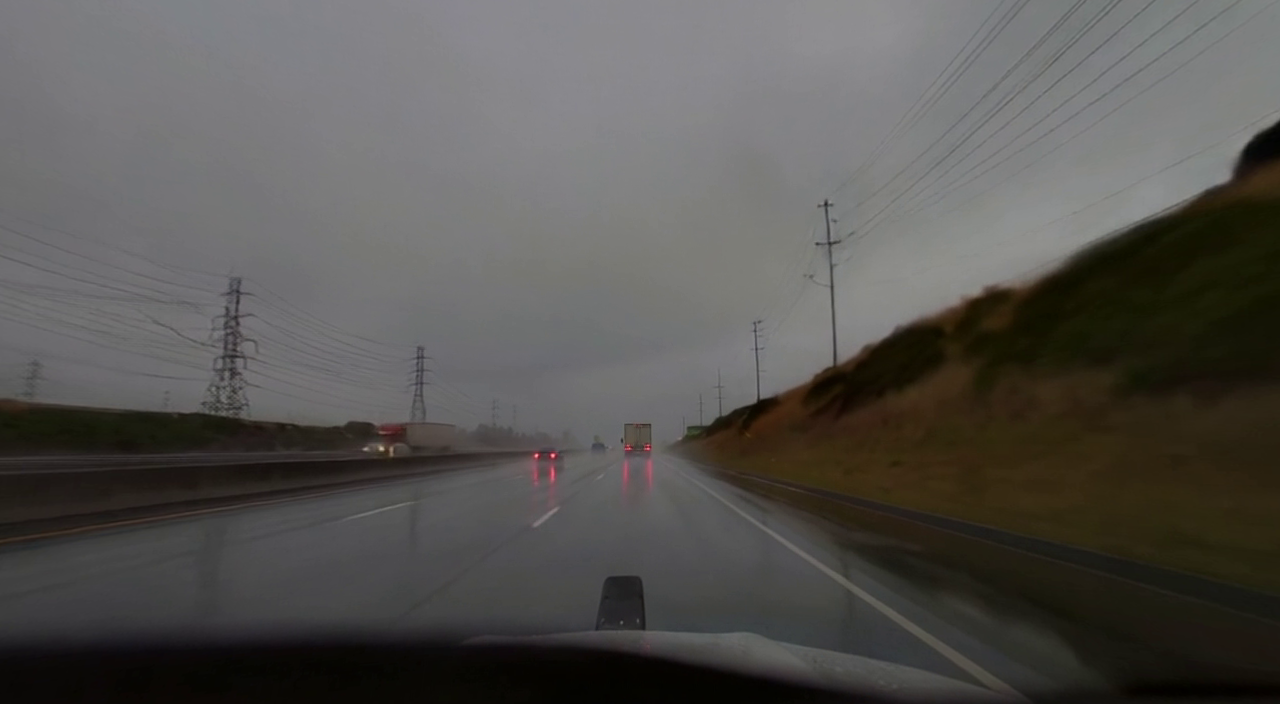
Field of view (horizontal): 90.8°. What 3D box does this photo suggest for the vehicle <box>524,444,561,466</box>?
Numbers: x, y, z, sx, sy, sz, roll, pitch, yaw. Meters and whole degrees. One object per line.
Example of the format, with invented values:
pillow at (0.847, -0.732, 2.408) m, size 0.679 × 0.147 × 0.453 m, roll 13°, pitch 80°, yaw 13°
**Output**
vehicle at (-7.246, 7.768, 47.440) m, size 2.066 × 1.558 × 4.607 m, roll 0°, pitch -9°, yaw 0°
